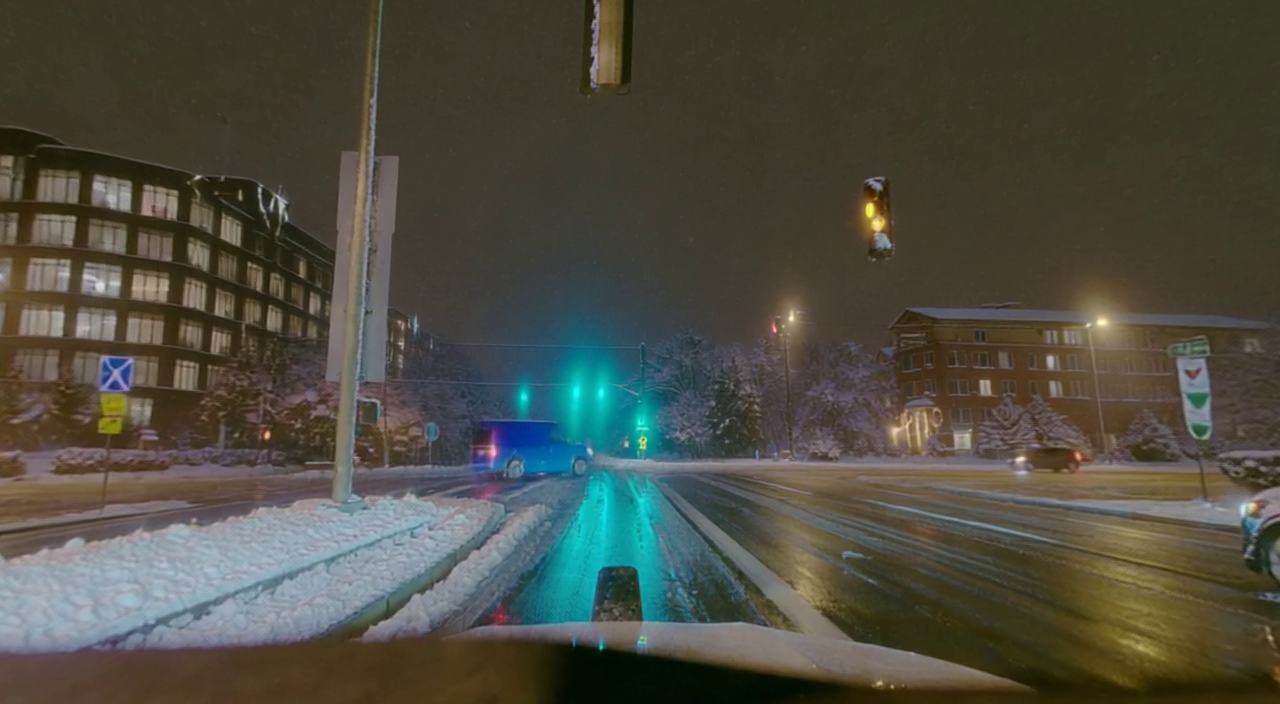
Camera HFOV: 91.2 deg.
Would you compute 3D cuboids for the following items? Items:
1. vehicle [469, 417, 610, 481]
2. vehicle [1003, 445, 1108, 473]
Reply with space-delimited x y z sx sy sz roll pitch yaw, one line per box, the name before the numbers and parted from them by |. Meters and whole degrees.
vehicle | -5.270 5.190 33.822 7.088 3.096 2.678 7 -11 -39
vehicle | 24.305 6.280 36.755 4.736 1.542 1.966 0 -9 -2
